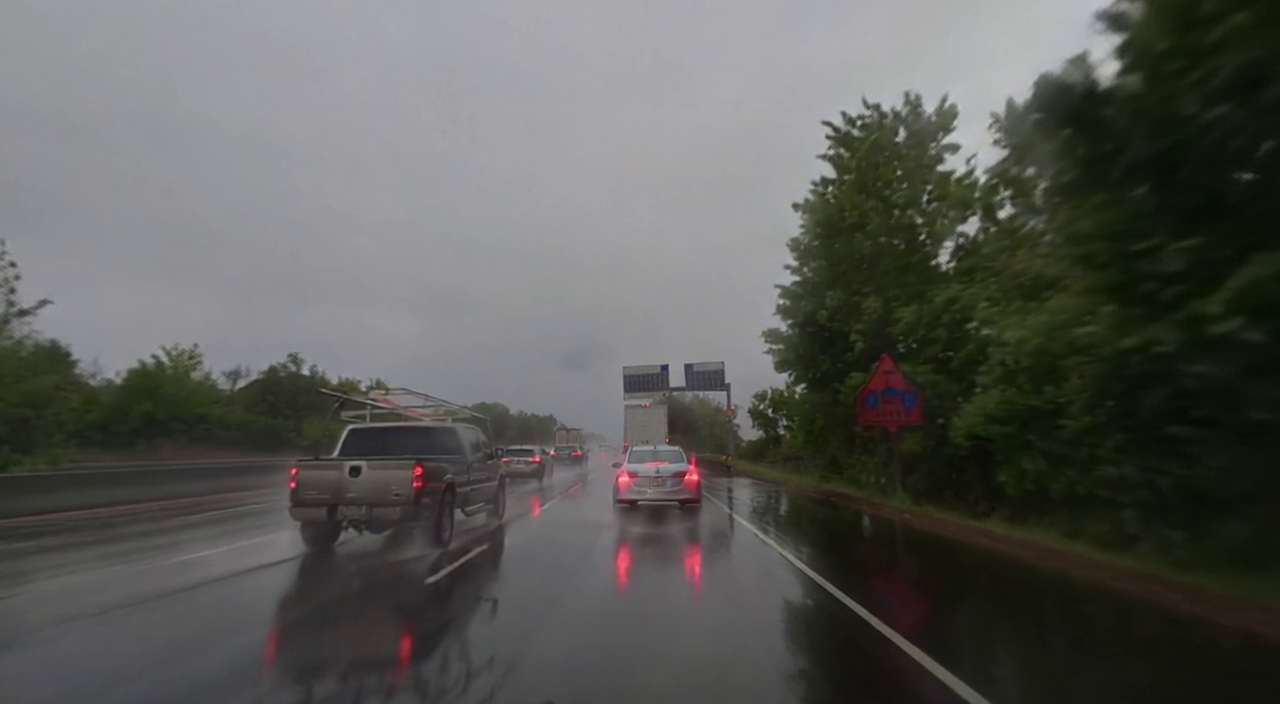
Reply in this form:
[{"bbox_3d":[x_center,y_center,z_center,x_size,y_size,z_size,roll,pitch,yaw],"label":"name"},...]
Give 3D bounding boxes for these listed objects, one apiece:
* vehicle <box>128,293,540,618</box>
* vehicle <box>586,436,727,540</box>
[{"bbox_3d":[-3.089,1.353,8.753,2.289,2.757,6.726,0,-9,0],"label":"vehicle"},{"bbox_3d":[0.227,2.272,11.087,2.063,1.507,3.488,0,-9,-1],"label":"vehicle"}]
